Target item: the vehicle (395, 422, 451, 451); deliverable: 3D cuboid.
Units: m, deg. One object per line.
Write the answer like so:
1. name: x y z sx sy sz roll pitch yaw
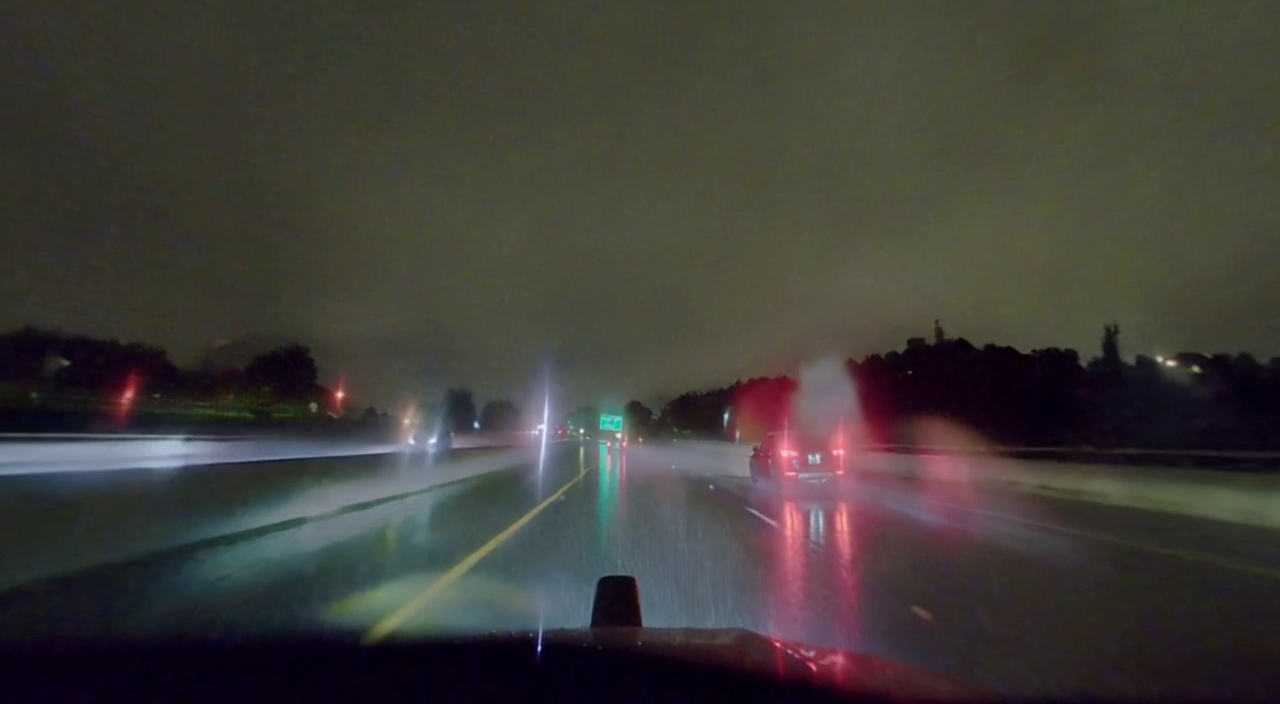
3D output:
1. vehicle: -13.311 5.242 38.848 1.962 1.640 4.442 0 -8 -2

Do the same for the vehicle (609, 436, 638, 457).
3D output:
1. vehicle: -1.234 6.885 45.932 1.998 1.512 3.735 0 -8 -3

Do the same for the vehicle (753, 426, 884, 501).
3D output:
1. vehicle: 3.958 2.510 14.583 1.852 1.513 3.652 0 -8 -2
